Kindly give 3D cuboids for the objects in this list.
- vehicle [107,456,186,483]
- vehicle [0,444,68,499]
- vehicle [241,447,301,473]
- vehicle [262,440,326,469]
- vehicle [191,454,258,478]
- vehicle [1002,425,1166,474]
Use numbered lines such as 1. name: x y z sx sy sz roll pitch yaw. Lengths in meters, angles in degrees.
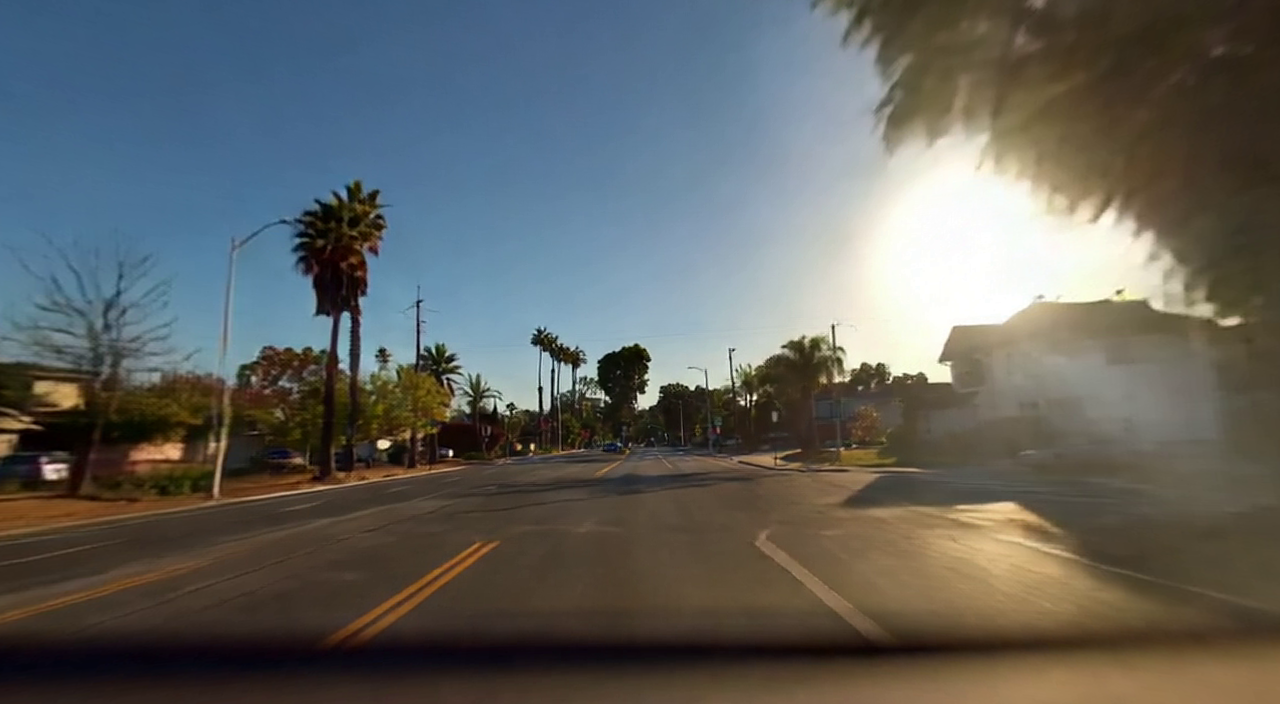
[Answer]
1. vehicle: -30.703 7.242 39.263 4.858 1.473 2.034 -4 -9 29
2. vehicle: -26.435 4.899 26.384 4.714 1.999 2.272 -4 -8 30
3. vehicle: -26.460 7.736 45.288 4.270 1.690 1.978 -7 -8 32
4. vehicle: -26.515 7.825 48.373 4.793 2.087 1.929 -5 -9 30
5. vehicle: -31.491 8.623 47.841 4.716 1.652 1.917 -4 -10 26
6. vehicle: 16.155 3.577 23.208 4.296 1.701 2.255 0 -8 -1
